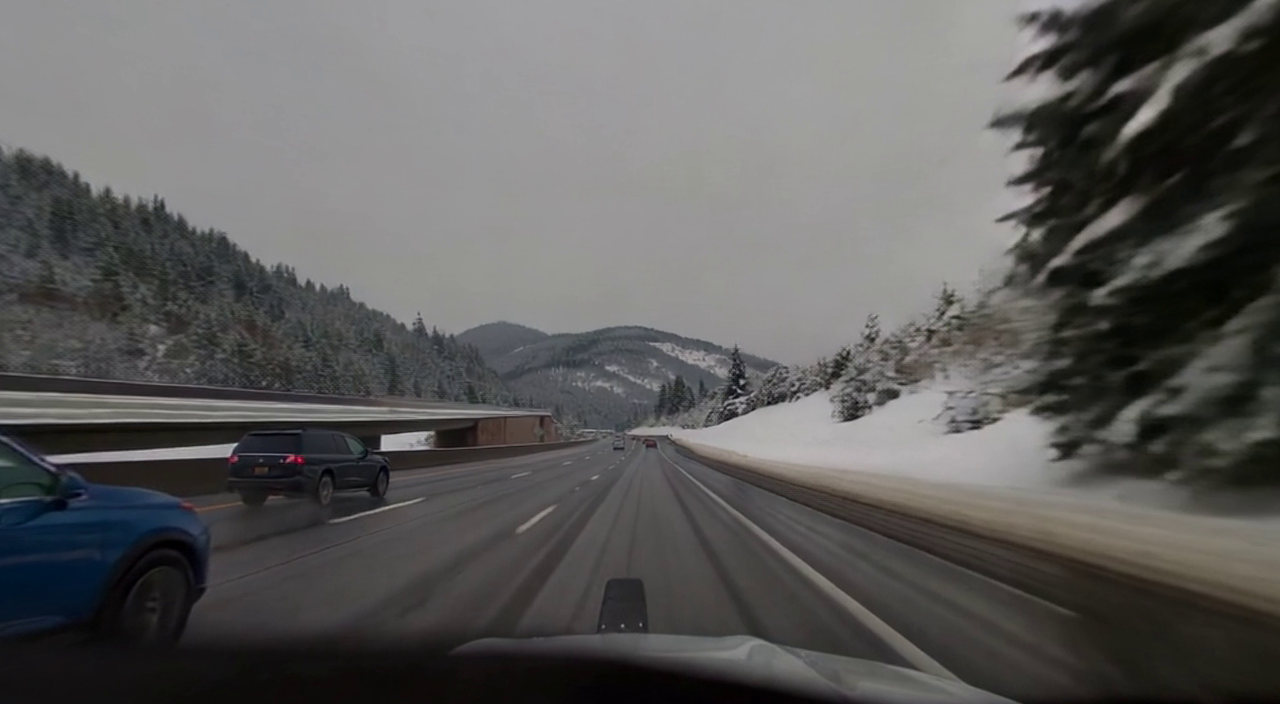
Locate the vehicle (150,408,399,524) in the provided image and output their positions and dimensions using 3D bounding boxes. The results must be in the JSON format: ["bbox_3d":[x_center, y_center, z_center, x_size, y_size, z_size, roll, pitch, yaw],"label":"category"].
[{"bbox_3d":[-7.120,2.291,13.144,2.151,1.925,4.945,0,-9,1],"label":"vehicle"}]

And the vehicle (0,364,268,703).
[{"bbox_3d":[-3.712,0.847,2.374,1.983,1.663,4.290,0,-9,0],"label":"vehicle"}]
